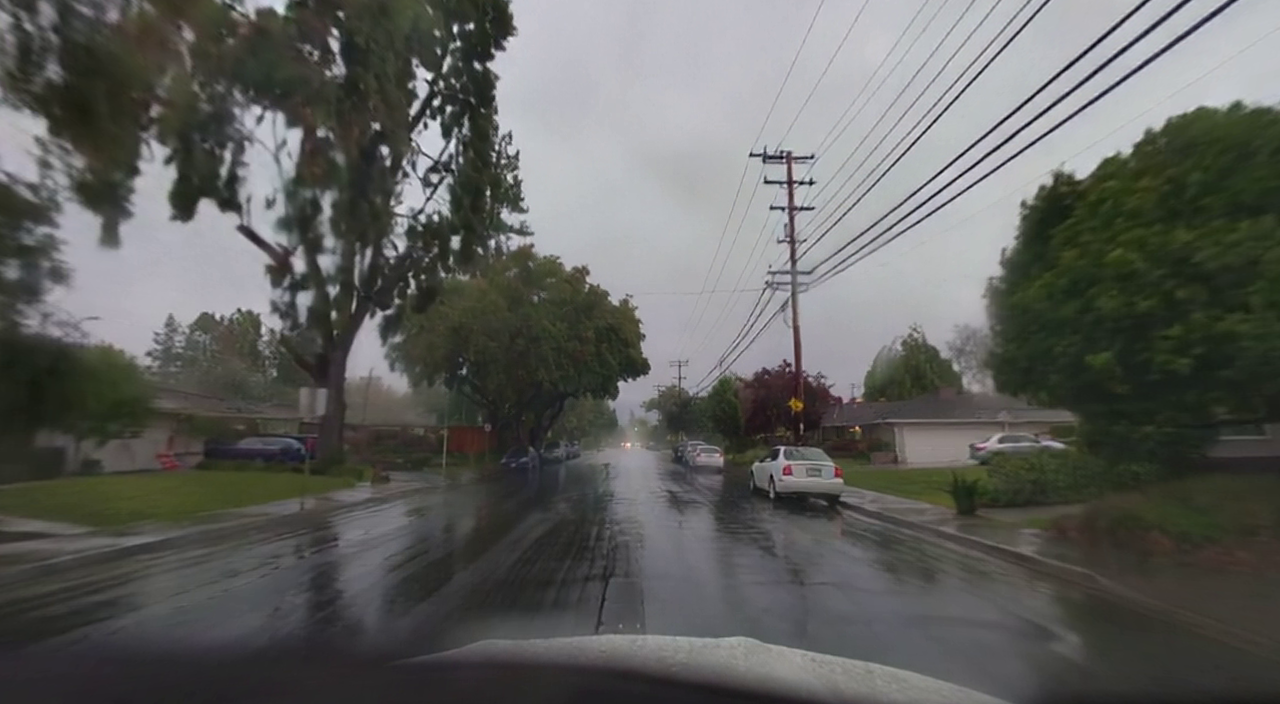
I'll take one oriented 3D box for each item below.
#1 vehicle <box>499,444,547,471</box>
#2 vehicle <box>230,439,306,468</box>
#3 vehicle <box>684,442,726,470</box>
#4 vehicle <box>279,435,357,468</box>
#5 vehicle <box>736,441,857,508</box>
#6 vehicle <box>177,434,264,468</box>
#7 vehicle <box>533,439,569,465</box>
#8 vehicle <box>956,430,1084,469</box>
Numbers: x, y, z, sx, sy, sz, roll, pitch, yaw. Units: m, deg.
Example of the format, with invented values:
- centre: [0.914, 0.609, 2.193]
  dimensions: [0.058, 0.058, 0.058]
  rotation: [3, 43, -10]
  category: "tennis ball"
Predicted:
- centre: [-6.653, 6.043, 36.384]
  dimensions: [2.031, 1.454, 4.410]
  rotation: [0, -9, -1]
  category: "vehicle"
- centre: [-20.418, 5.613, 34.908]
  dimensions: [1.791, 1.500, 3.846]
  rotation: [0, -9, 1]
  category: "vehicle"
- centre: [3.480, 5.660, 34.479]
  dimensions: [1.763, 1.432, 4.323]
  rotation: [0, -9, -1]
  category: "vehicle"
- centre: [-18.021, 5.600, 35.607]
  dimensions: [1.925, 1.750, 4.489]
  rotation: [0, -9, 1]
  category: "vehicle"
- centre: [3.710, 2.977, 15.790]
  dimensions: [1.782, 1.439, 4.037]
  rotation: [1, -9, -3]
  category: "vehicle"
- centre: [-23.277, 5.530, 35.280]
  dimensions: [1.879, 1.761, 4.199]
  rotation: [0, -9, 1]
  category: "vehicle"
- centre: [-6.570, 7.442, 47.145]
  dimensions: [2.031, 1.799, 4.587]
  rotation: [0, -9, -1]
  category: "vehicle"
- centre: [16.664, 4.301, 27.886]
  dimensions: [4.355, 1.674, 1.914]
  rotation: [0, -9, 0]
  category: "vehicle"
